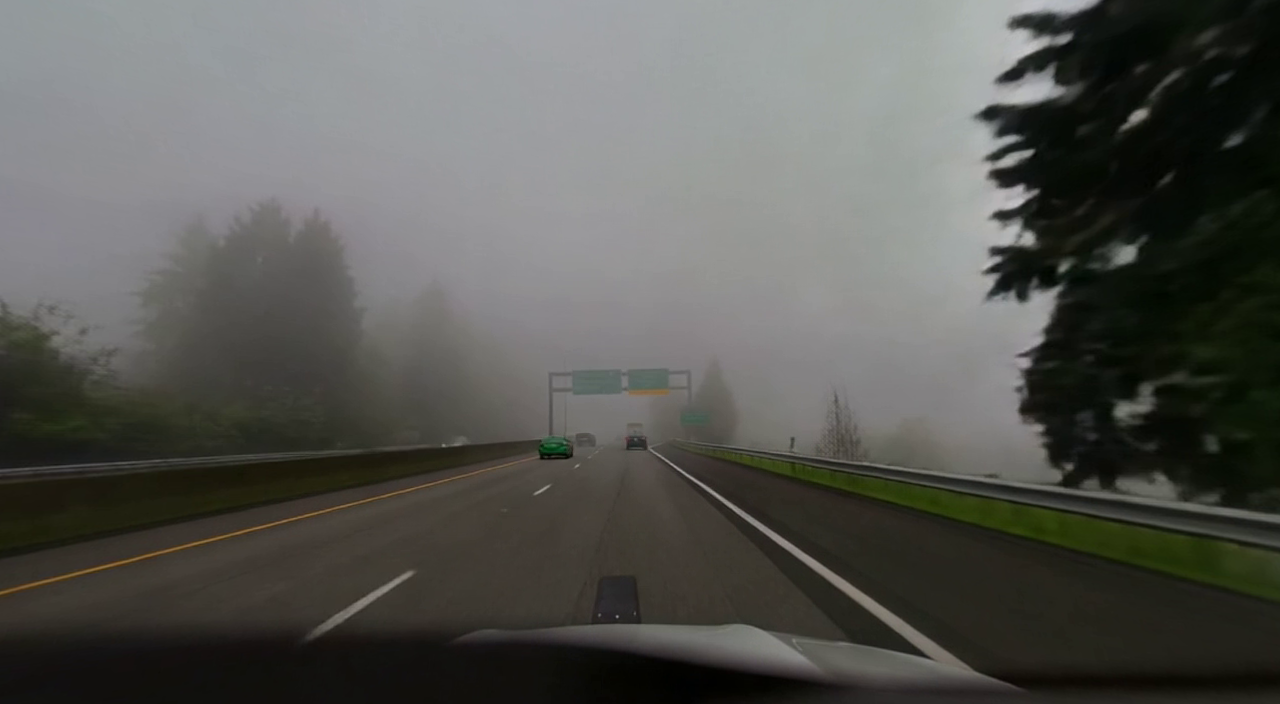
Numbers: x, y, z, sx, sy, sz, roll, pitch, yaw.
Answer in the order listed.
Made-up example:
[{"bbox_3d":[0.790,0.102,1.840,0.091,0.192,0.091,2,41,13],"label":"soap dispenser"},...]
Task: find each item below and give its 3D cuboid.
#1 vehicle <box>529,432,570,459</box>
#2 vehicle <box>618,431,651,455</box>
[{"bbox_3d":[-5.235,5.426,36.776,1.959,1.514,3.668,0,-8,-2],"label":"vehicle"},{"bbox_3d":[-0.377,6.192,43.128,2.139,1.561,4.060,0,-8,-1],"label":"vehicle"}]
